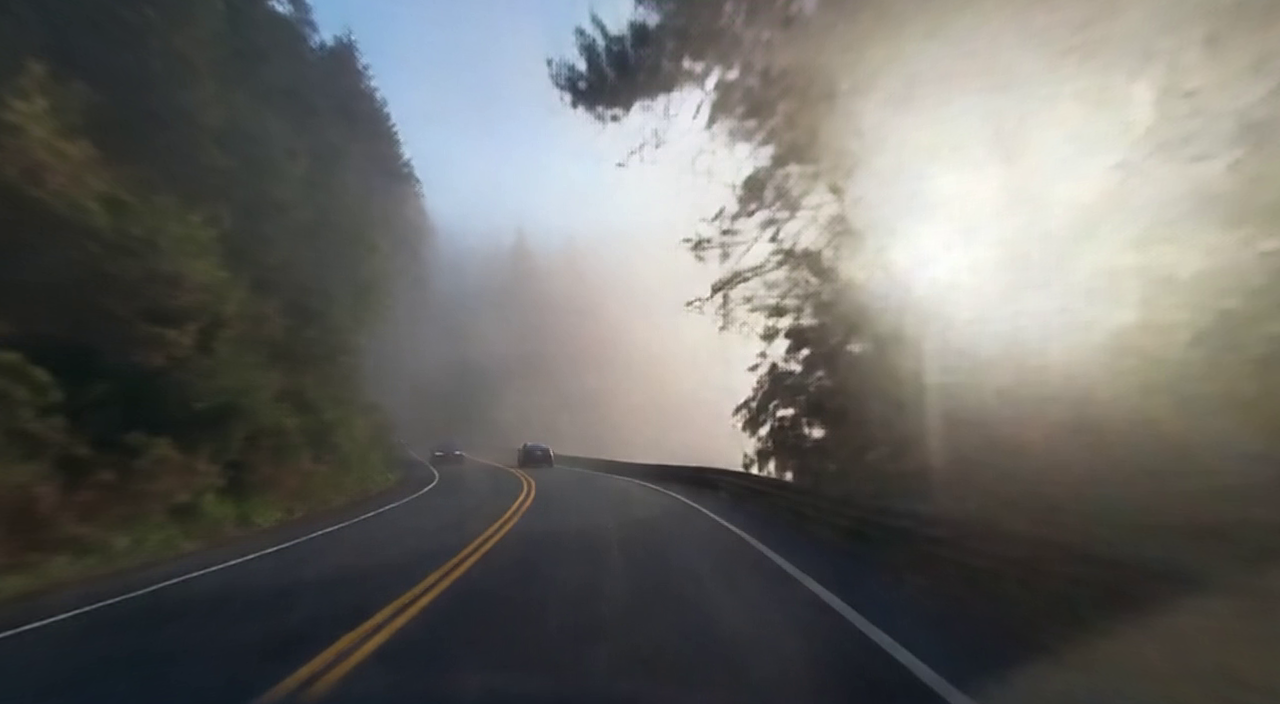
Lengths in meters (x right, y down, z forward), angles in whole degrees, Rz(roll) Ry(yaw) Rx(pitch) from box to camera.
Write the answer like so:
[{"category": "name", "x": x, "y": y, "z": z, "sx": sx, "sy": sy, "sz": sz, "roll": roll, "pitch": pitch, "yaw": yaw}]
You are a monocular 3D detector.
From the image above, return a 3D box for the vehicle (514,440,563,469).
[{"category": "vehicle", "x": -5.783, "y": 5.756, "z": 35.480, "sx": 2.120, "sy": 1.491, "sz": 4.349, "roll": 3, "pitch": -9, "yaw": -16}]

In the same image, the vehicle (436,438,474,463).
[{"category": "vehicle", "x": -12.705, "y": 6.703, "z": 43.126, "sx": 2.167, "sy": 1.602, "sz": 4.548, "roll": 3, "pitch": -9, "yaw": -20}]
